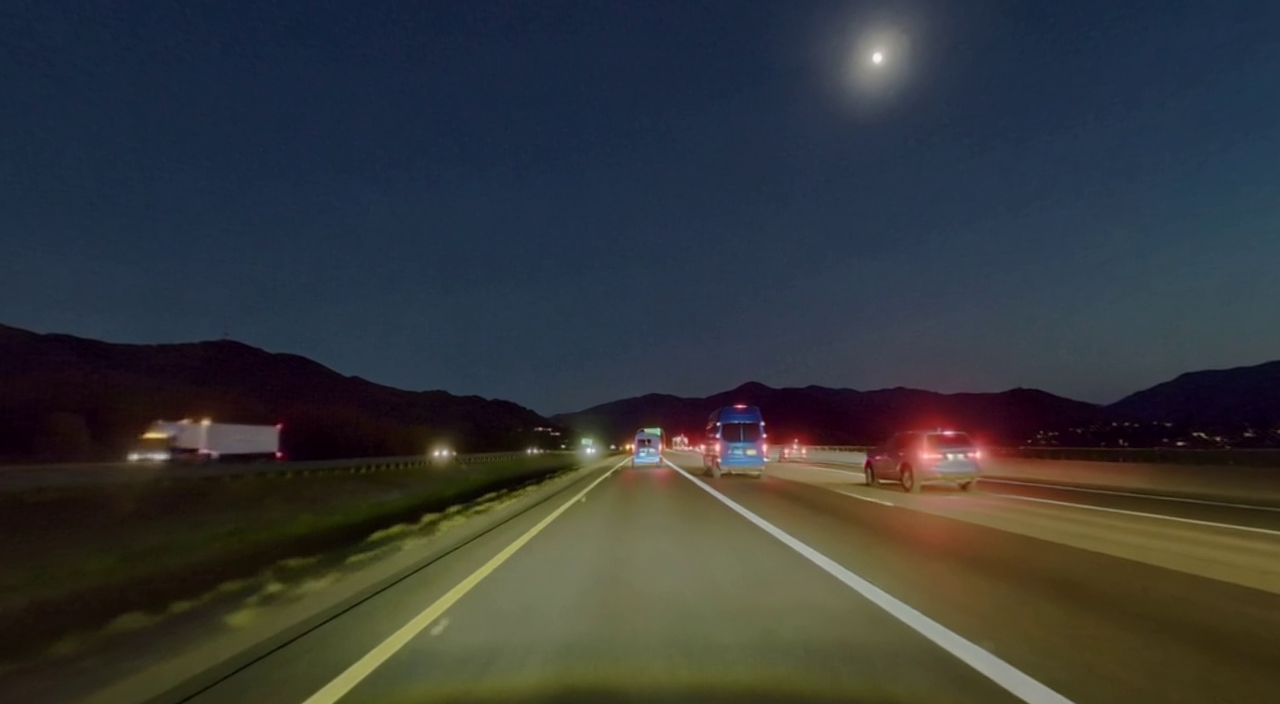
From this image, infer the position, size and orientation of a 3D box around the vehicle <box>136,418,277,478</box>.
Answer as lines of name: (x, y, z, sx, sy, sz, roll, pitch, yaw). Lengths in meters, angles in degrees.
vehicle: (-28.362, 6.348, 42.039, 2.943, 3.541, 8.963, 0, -8, 0)

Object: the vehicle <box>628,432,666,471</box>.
vehicle: (0.412, 5.918, 37.685, 2.131, 2.122, 4.473, 0, -8, 0)

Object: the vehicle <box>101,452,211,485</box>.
vehicle: (-24.284, 5.815, 31.877, 1.865, 1.488, 4.598, 0, -8, 0)

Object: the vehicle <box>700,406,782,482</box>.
vehicle: (3.867, 3.721, 25.484, 2.302, 2.670, 6.176, 0, -8, 0)

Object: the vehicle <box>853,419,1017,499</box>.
vehicle: (7.956, 2.947, 17.733, 2.240, 1.925, 4.854, 0, -8, 0)
